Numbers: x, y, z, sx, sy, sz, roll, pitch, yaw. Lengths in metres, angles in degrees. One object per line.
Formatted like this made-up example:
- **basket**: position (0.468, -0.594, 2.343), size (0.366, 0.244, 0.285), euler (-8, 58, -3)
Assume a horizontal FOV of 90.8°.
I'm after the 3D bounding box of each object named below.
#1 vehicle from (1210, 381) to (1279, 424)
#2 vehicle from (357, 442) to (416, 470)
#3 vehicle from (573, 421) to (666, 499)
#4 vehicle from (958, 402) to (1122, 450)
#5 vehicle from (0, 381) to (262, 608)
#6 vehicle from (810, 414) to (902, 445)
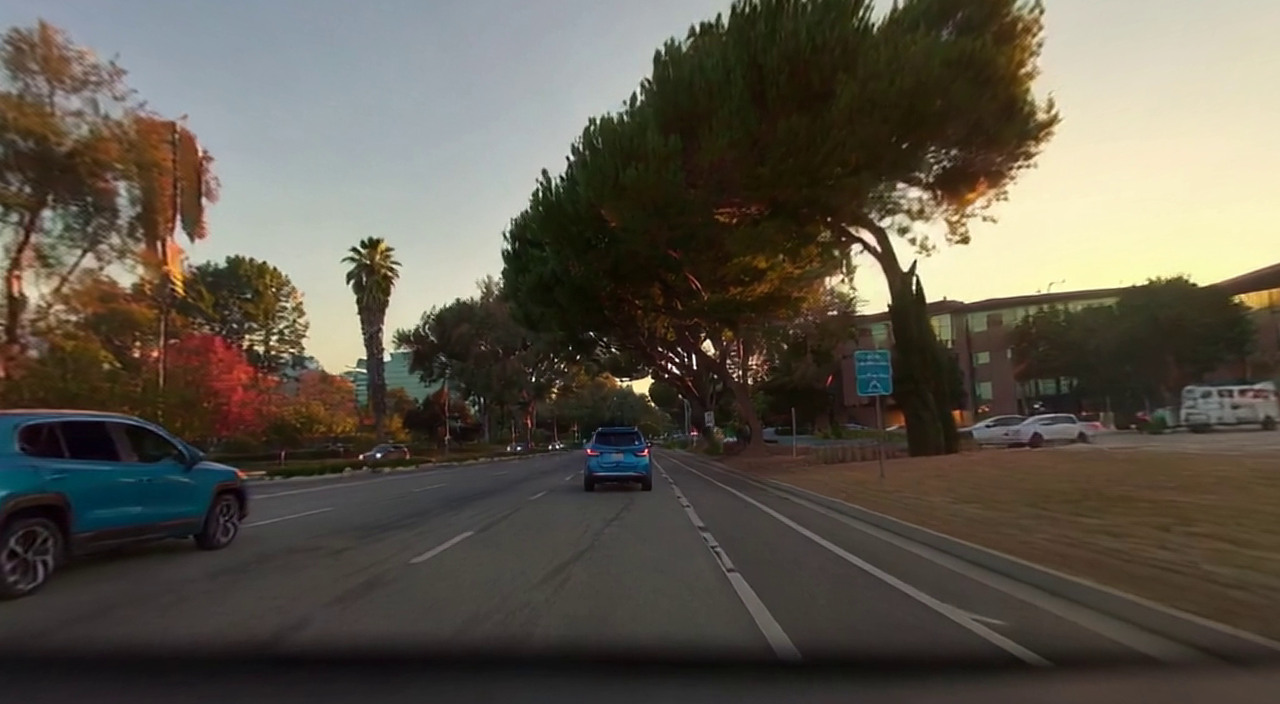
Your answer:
- **vehicle**: position (26.948, 2.247, 27.608), size (1.895, 1.576, 4.434), euler (-5, -10, 28)
- **vehicle**: position (-16.688, 6.828, 41.807), size (1.956, 1.753, 4.621), euler (0, -8, 1)
- **vehicle**: position (-0.490, 2.795, 16.686), size (2.131, 1.761, 4.242), euler (0, -8, -1)
- **vehicle**: position (13.152, 2.486, 20.983), size (4.204, 1.486, 1.781), euler (0, -8, 0)
- **vehicle**: position (-6.332, 1.359, 6.510), size (2.178, 1.819, 4.530), euler (0, -8, -2)
- **vehicle**: position (13.141, 4.778, 38.678), size (4.873, 1.796, 1.990), euler (0, -8, 1)
